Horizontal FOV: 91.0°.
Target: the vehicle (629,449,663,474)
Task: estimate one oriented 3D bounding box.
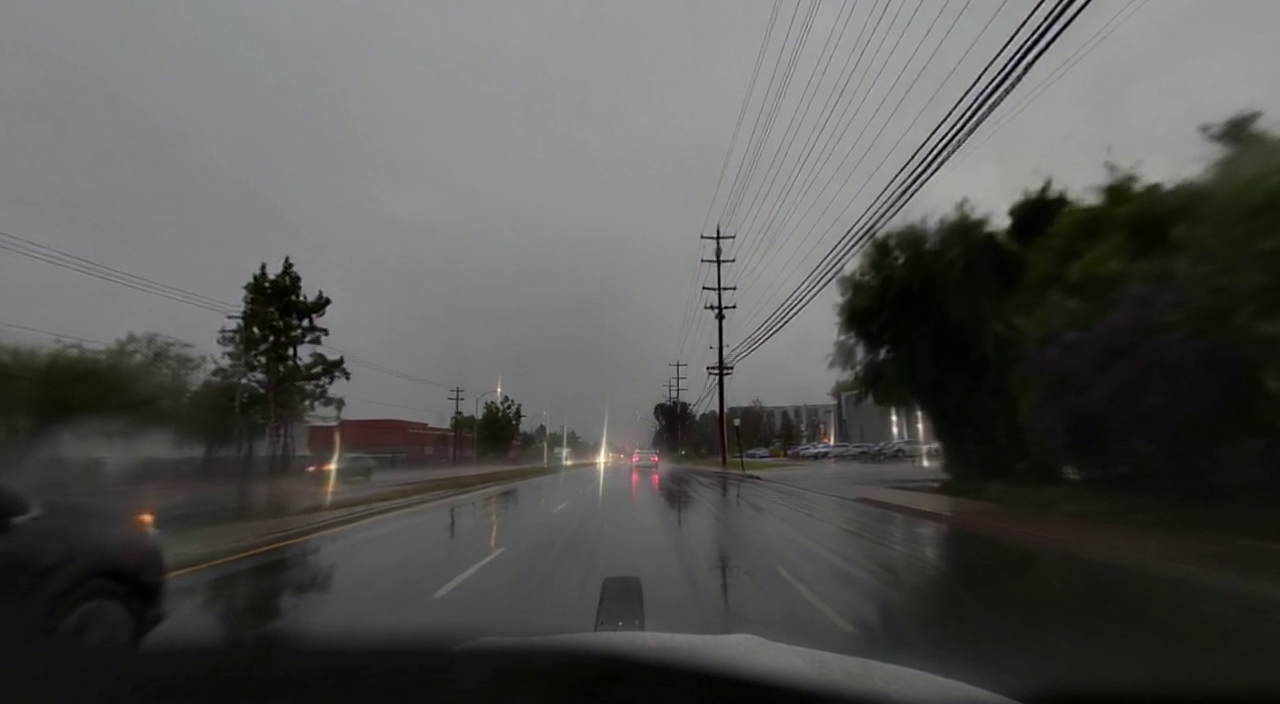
[{"bbox_3d":[0.350,7.091,41.110,2.114,1.492,4.453,0,-8,-1],"label":"vehicle"}]

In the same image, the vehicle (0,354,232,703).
[{"bbox_3d":[-3.592,0.704,1.413,2.169,1.679,4.723,0,-8,0],"label":"vehicle"}]
